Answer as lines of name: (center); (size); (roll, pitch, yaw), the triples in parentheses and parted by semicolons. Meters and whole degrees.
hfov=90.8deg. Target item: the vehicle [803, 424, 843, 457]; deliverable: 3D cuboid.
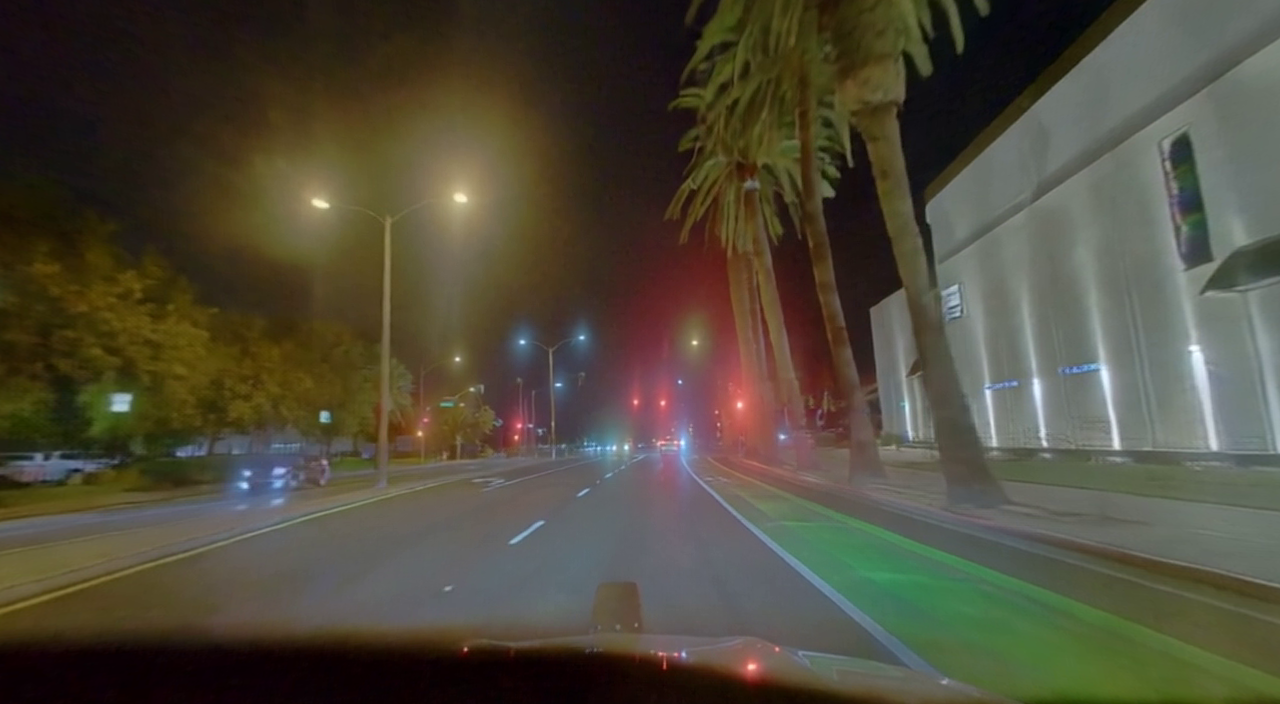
vehicle: (13.150, 6.398, 45.689); (1.996, 2.172, 5.298); (-2, -8, 8)

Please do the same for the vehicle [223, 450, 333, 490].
vehicle: (-17.811, 5.793, 31.505); (2.178, 1.779, 5.406); (-1, -8, 2)

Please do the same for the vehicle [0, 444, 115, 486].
vehicle: (-29.672, 5.473, 30.829); (5.940, 1.904, 2.360); (0, -8, 2)
